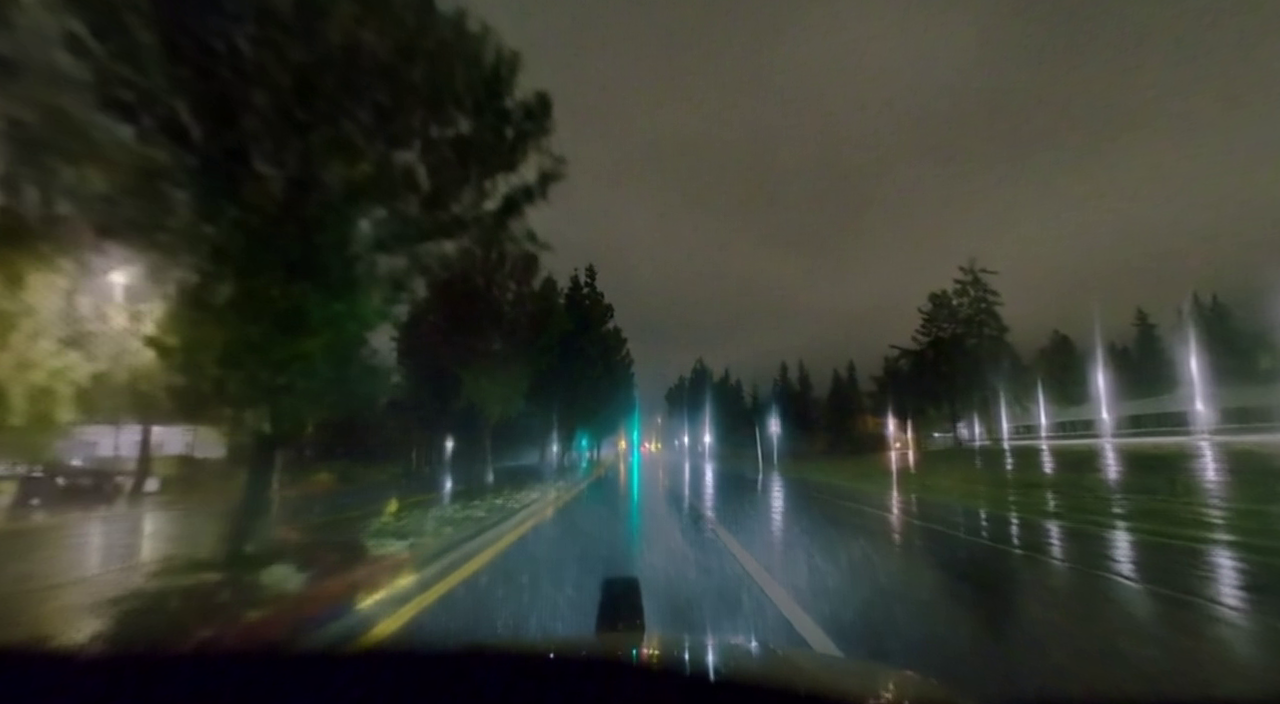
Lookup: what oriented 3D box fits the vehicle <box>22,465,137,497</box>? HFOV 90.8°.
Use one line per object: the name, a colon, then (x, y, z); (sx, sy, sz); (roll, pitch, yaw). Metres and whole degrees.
vehicle: (-28.738, 6.611, 32.478); (4.342, 1.446, 1.722); (-2, -8, 2)
